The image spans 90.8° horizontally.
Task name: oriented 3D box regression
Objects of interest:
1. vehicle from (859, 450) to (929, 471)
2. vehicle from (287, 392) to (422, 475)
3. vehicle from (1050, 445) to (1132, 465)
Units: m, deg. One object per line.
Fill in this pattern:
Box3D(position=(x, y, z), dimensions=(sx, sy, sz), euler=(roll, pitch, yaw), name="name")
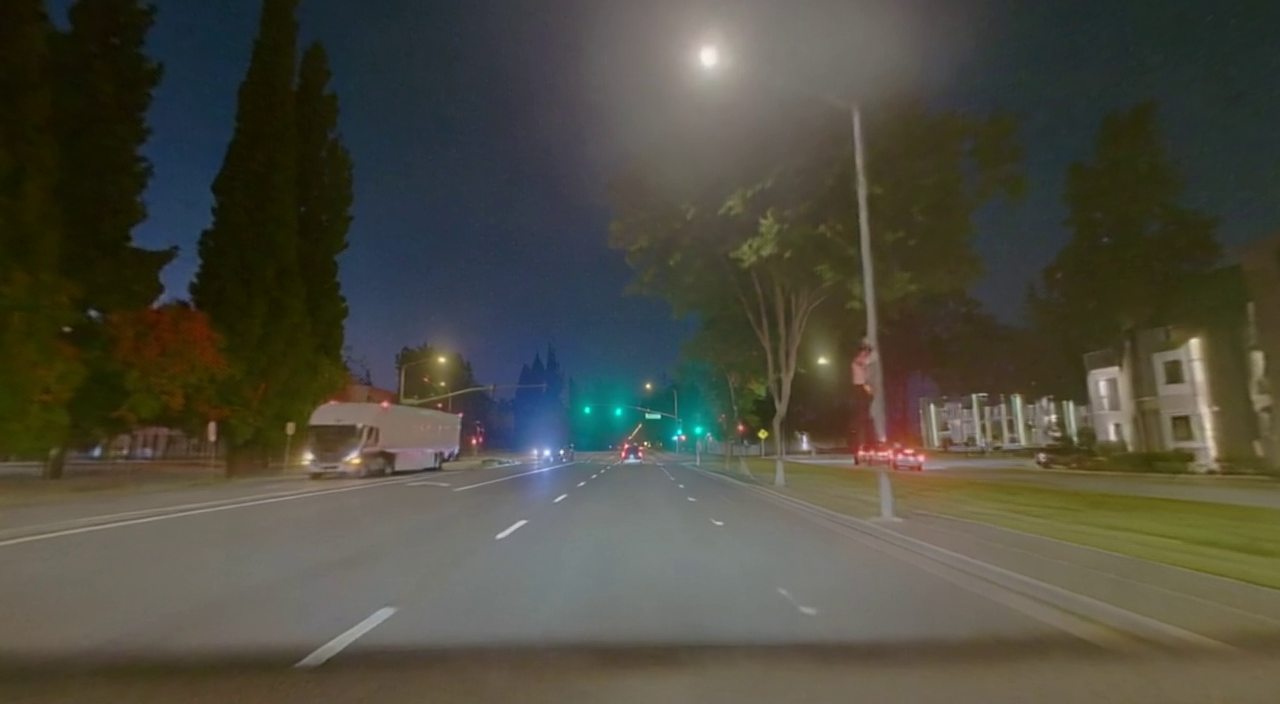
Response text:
Box3D(position=(18.354, 7.854, 45.822), dimensions=(4.455, 1.475, 1.971), euler=(-2, -9, 15), name="vehicle")
Box3D(position=(-15.352, 4.605, 35.108), dimensions=(3.193, 3.952, 9.170), euler=(0, -9, 0), name="vehicle")
Box3D(position=(34.264, 7.840, 48.143), dimensions=(4.593, 1.460, 1.926), euler=(-3, -9, 16), name="vehicle")
